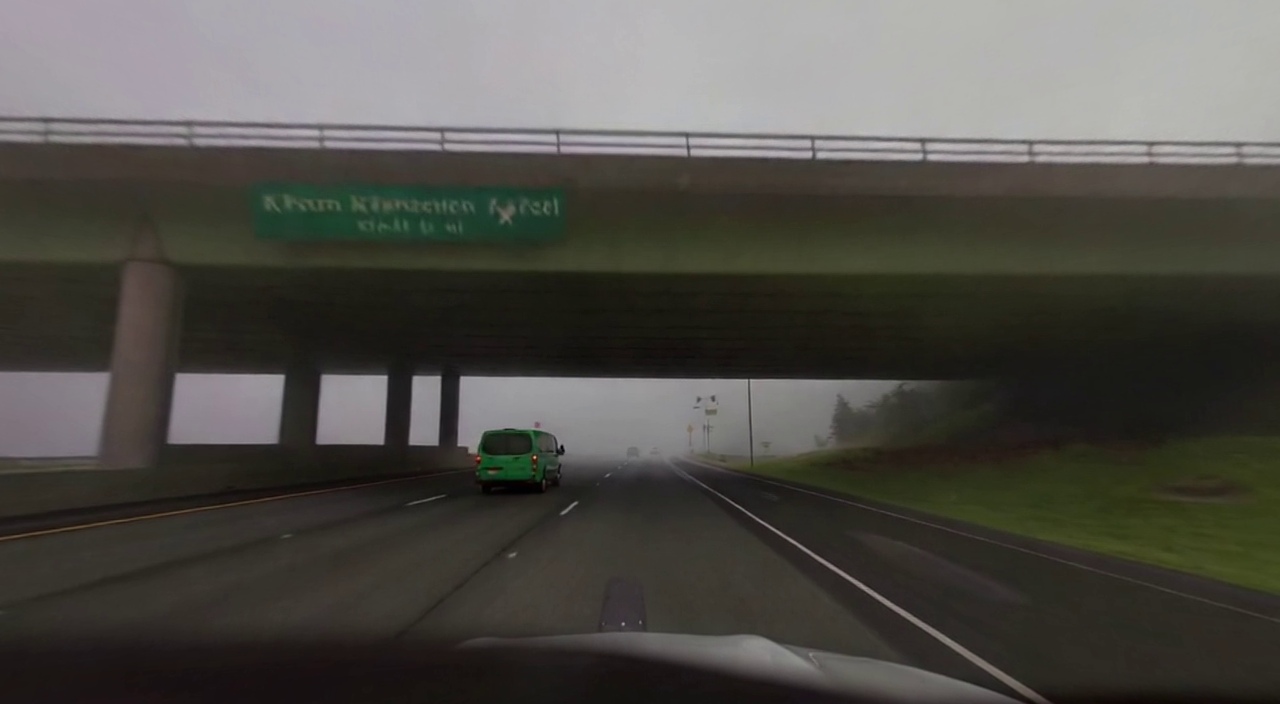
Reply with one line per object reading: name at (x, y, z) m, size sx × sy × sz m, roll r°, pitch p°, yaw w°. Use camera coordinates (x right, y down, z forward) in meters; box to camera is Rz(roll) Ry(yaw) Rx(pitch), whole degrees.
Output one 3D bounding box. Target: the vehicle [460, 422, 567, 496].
vehicle at (-3.668, 3.252, 19.327) m, size 2.167 × 1.929 × 5.037 m, roll 0°, pitch -9°, yaw 1°
